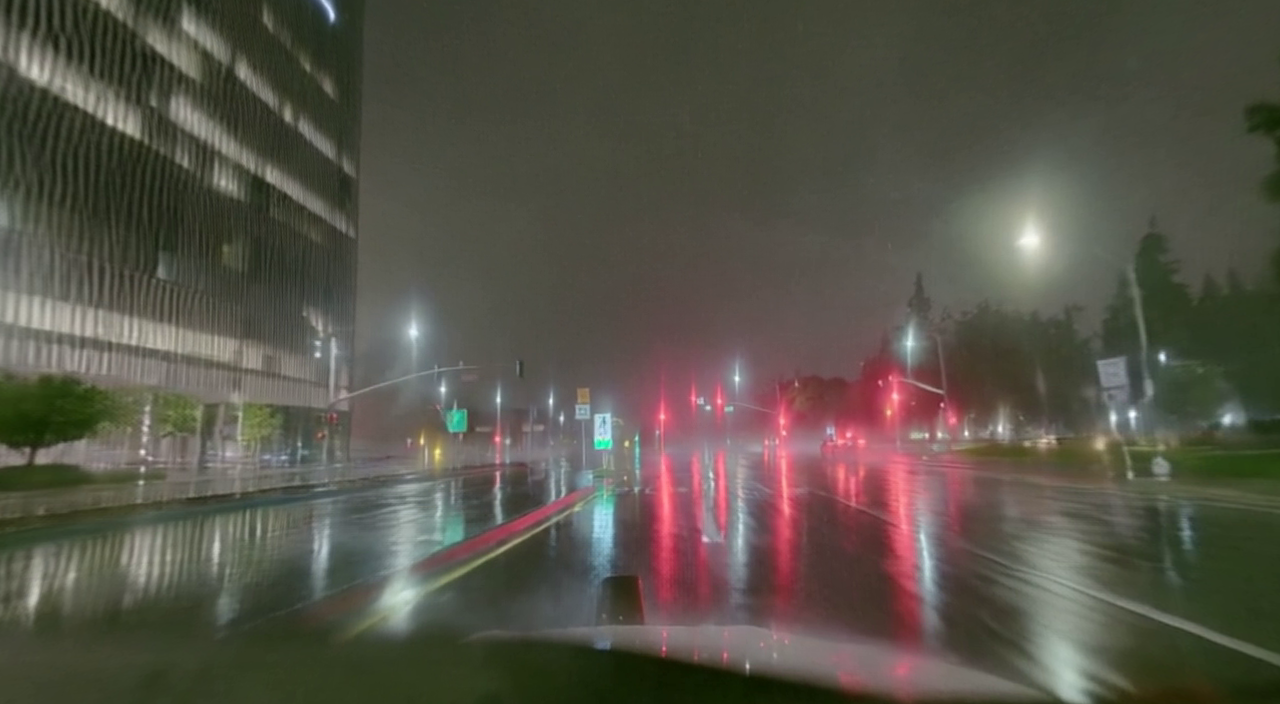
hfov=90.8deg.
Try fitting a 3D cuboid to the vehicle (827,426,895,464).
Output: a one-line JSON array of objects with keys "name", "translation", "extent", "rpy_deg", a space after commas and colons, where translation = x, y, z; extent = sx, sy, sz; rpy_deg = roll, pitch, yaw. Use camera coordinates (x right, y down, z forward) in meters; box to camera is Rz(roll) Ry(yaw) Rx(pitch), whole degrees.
[{"name": "vehicle", "translation": [11.668, 4.966, 33.680], "extent": [2.156, 1.881, 4.743], "rpy_deg": [-1, -9, 4]}]
